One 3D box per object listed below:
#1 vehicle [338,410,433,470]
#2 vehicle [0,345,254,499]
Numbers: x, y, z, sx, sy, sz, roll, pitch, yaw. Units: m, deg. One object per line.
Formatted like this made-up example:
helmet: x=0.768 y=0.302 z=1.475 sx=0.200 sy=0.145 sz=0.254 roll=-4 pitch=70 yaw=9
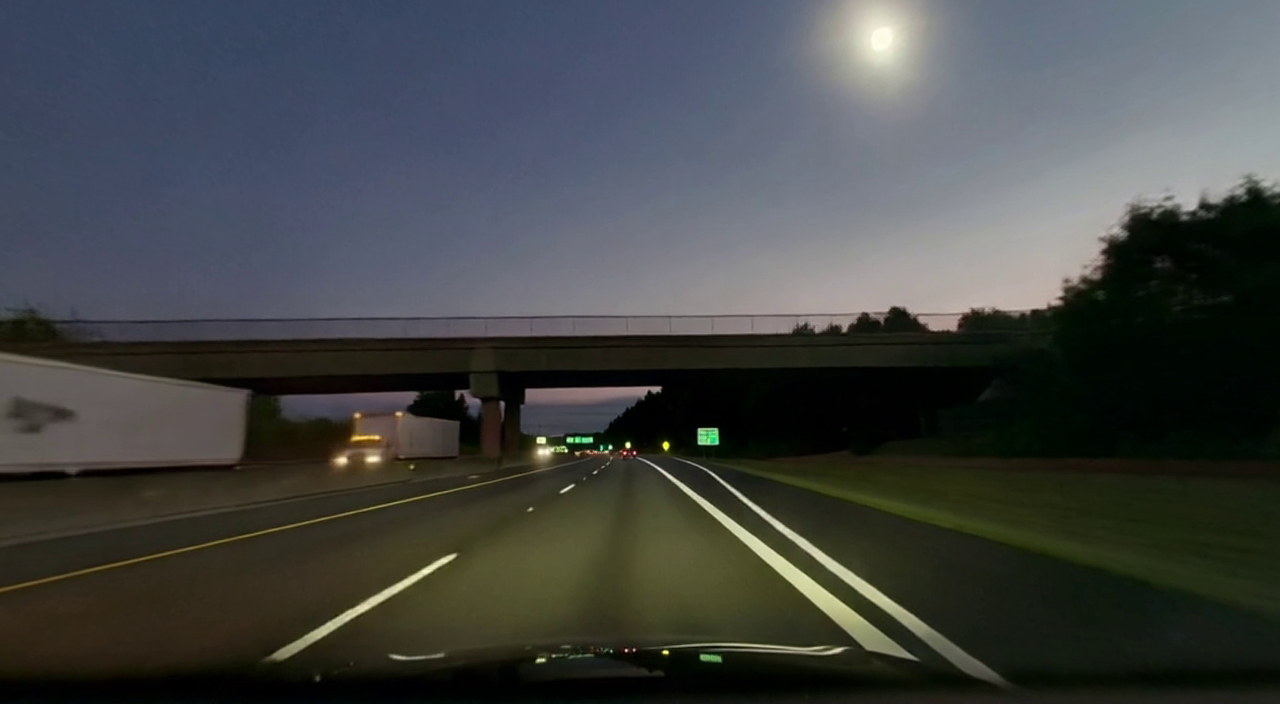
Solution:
vehicle: x=-18.594 y=6.635 z=47.051 sx=2.912 sy=3.980 sz=10.503 roll=0 pitch=-9 yaw=-2
vehicle: x=-18.250 y=2.399 z=20.128 sx=2.906 sy=3.972 sz=14.227 roll=0 pitch=-9 yaw=0
